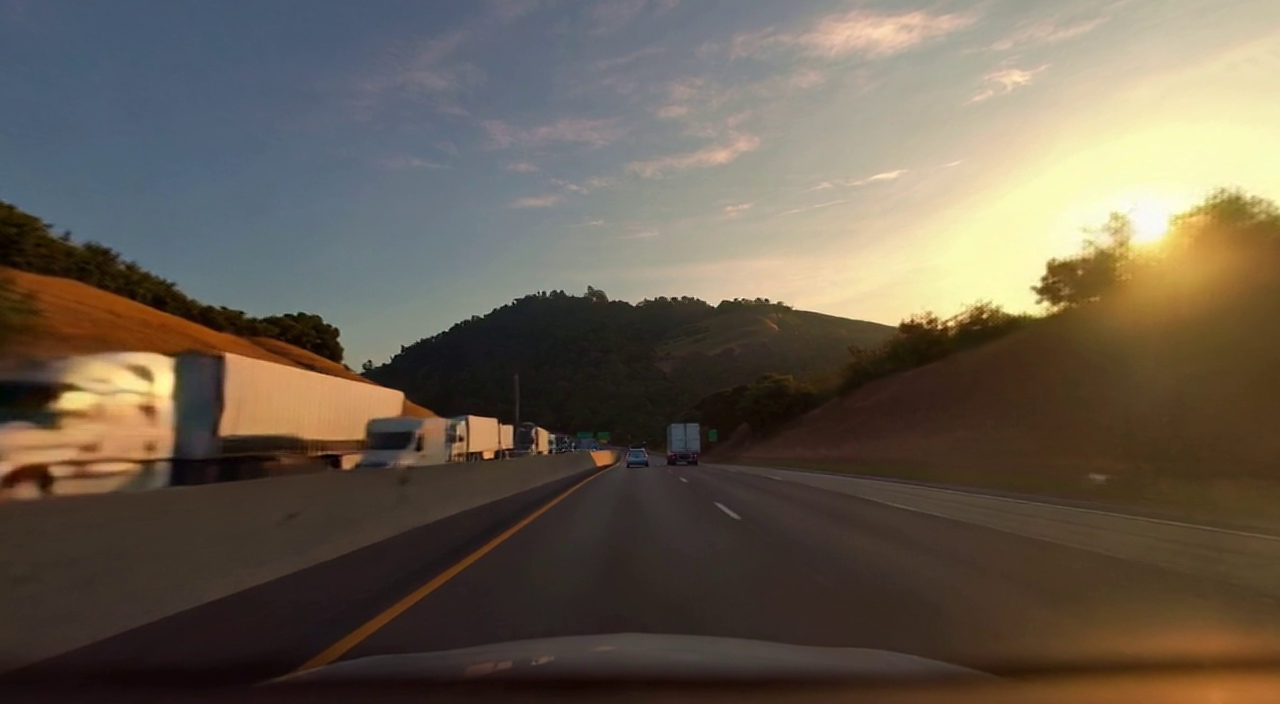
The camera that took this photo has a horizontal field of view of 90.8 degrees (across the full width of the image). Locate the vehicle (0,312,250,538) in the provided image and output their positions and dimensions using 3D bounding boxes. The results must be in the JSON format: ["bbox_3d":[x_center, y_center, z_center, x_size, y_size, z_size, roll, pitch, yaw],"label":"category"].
[{"bbox_3d":[-12.427,1.723,14.317,2.951,3.988,6.237,0,-9,0],"label":"vehicle"}]

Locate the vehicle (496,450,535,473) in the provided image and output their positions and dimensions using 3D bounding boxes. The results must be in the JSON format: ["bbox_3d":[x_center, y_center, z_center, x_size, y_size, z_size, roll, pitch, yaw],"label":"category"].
[{"bbox_3d":[-8.715,7.718,44.484,1.844,1.467,3.930,1,-10,1],"label":"vehicle"}]

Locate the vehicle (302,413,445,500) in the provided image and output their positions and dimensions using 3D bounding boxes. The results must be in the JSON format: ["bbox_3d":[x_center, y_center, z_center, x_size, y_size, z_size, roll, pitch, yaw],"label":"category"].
[{"bbox_3d":[-8.517,3.422,20.921,2.344,2.503,5.344,0,-9,0],"label":"vehicle"}]
